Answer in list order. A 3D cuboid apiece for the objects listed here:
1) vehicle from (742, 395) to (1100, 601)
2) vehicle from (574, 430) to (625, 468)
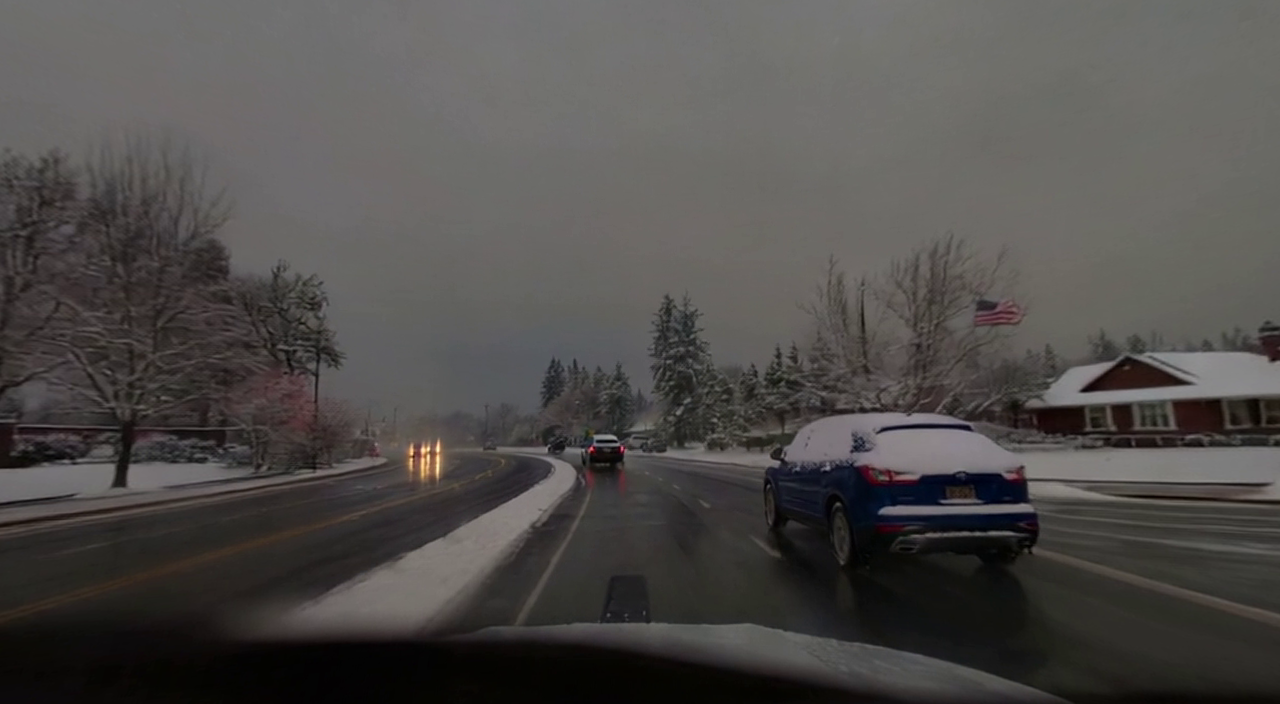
[{"bbox_3d":[2.703,1.525,7.560,2.024,1.686,4.588,0,-8,-2],"label":"vehicle"},{"bbox_3d":[-2.238,5.111,33.450,2.185,1.822,4.583,1,-8,-10],"label":"vehicle"}]
